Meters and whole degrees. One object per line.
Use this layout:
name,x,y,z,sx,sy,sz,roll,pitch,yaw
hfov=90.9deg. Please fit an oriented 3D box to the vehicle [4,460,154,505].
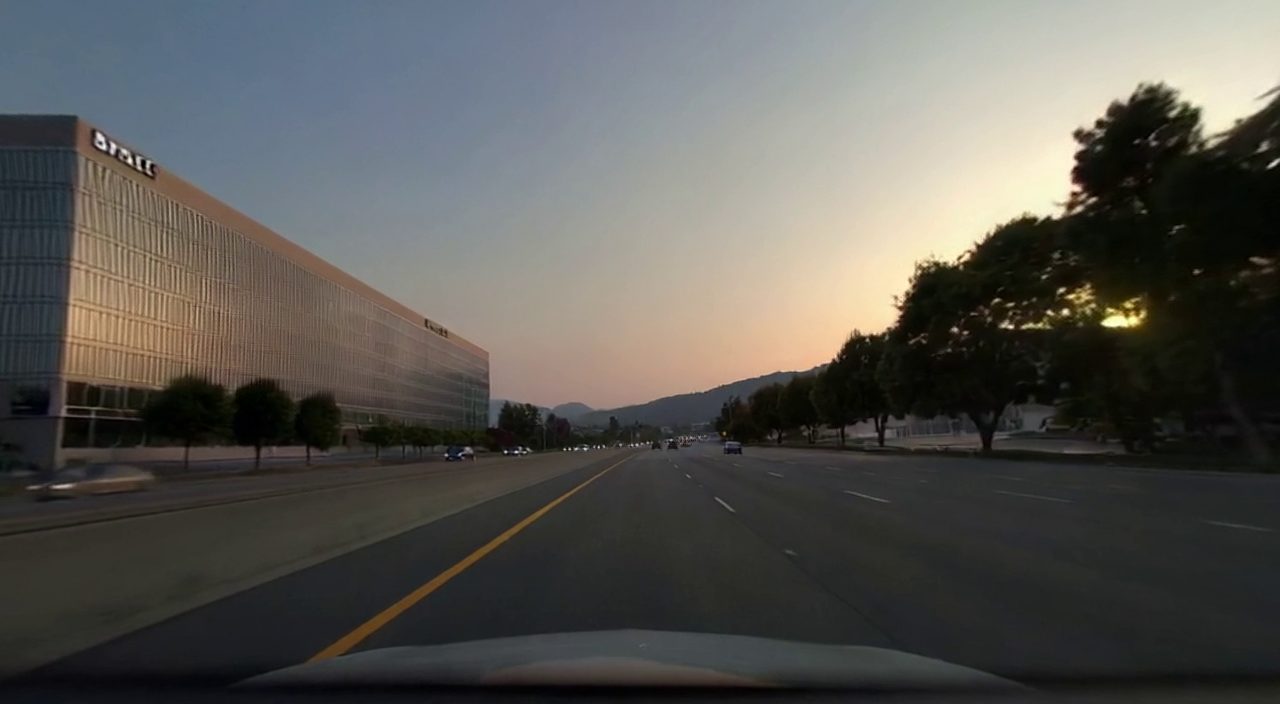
vehicle,-22.157,5.129,25.209,1.888,1.494,4.467,0,-8,0
